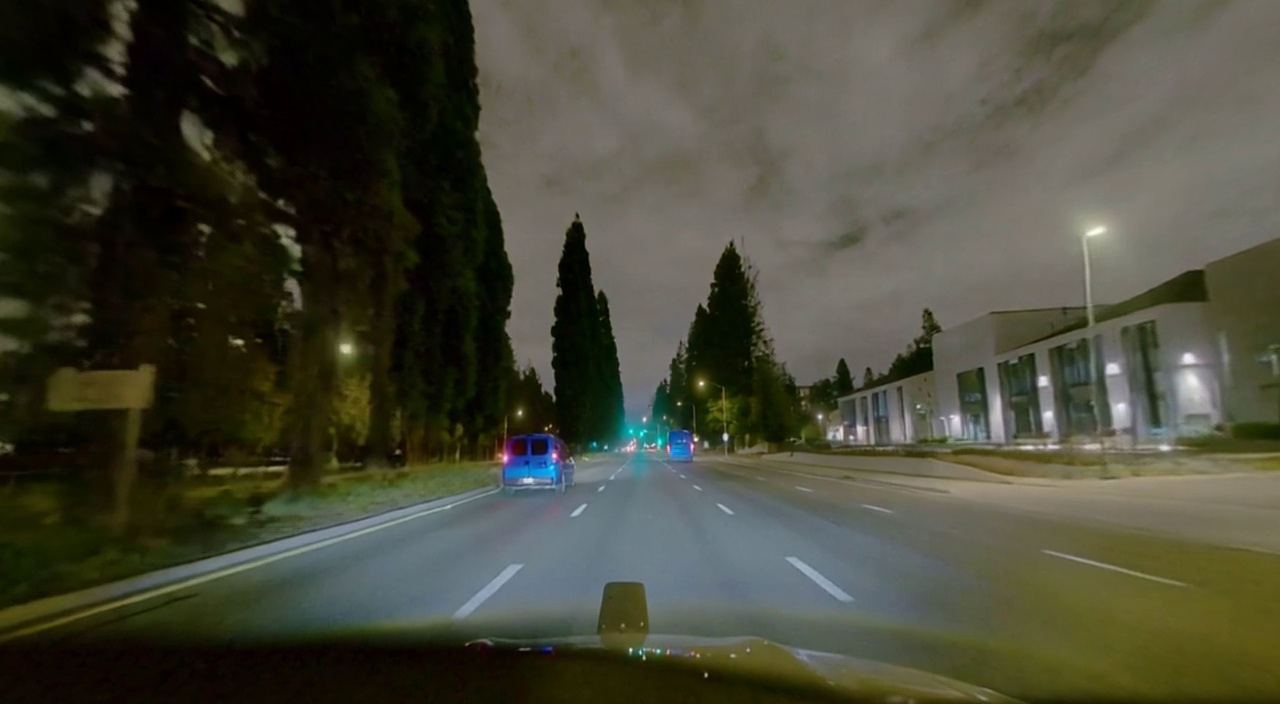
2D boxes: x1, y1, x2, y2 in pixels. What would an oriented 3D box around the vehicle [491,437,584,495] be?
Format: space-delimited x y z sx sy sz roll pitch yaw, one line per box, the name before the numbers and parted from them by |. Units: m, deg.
vehicle | -3.085 3.560 20.083 2.129 1.602 4.532 0 -8 1
